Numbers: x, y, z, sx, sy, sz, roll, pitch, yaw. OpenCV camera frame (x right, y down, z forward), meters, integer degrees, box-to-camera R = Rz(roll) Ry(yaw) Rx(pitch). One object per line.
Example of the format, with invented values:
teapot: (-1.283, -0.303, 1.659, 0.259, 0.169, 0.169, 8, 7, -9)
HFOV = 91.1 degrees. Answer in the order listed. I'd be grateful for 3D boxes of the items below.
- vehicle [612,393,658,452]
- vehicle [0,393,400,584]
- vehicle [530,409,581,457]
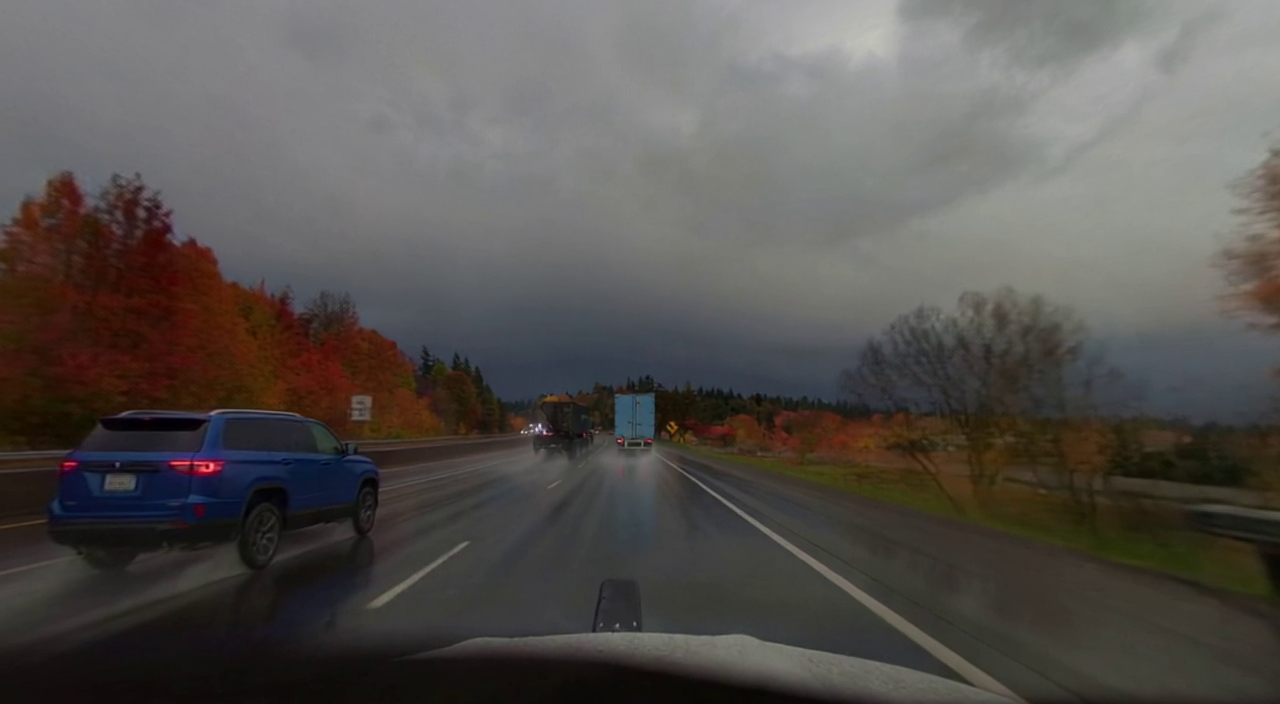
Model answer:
vehicle: (-0.440, 5.369, 47.026, 3.078, 3.955, 8.774, 0, -8, -2)
vehicle: (-4.933, 1.505, 7.849, 2.089, 1.669, 4.515, 0, -8, 0)
vehicle: (-5.065, 5.017, 38.727, 2.383, 2.726, 5.677, 0, -8, -1)
